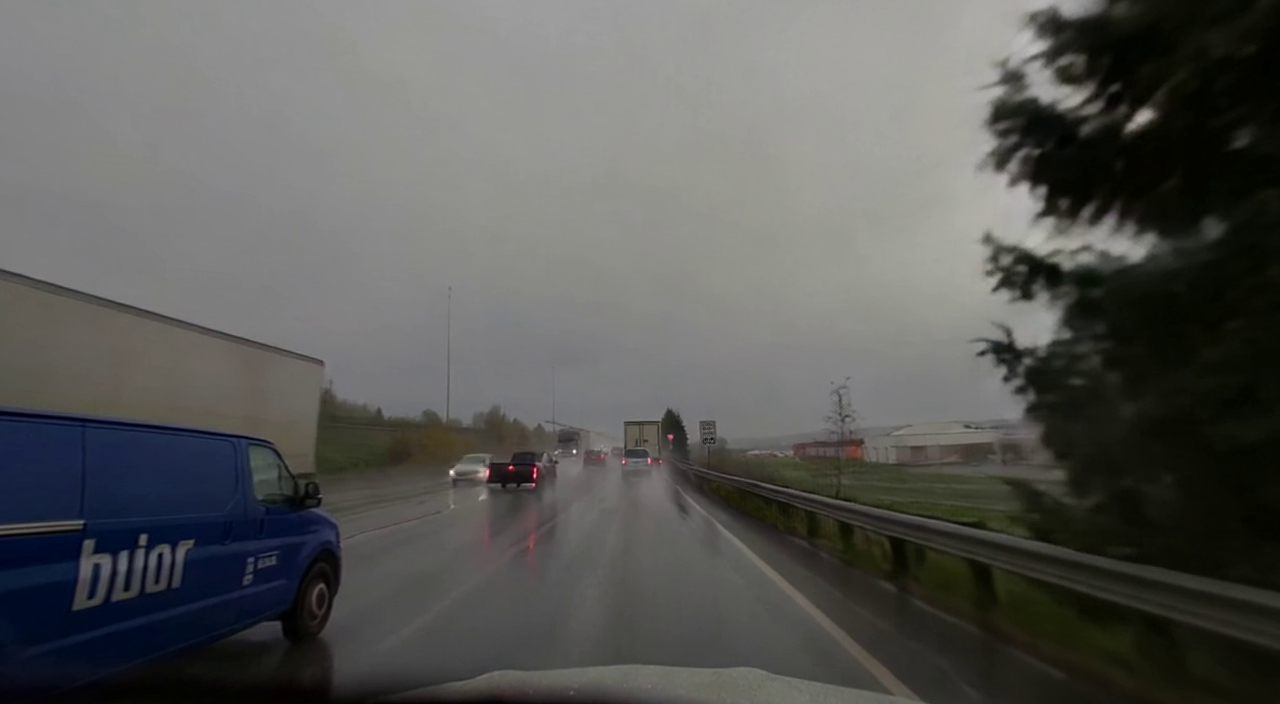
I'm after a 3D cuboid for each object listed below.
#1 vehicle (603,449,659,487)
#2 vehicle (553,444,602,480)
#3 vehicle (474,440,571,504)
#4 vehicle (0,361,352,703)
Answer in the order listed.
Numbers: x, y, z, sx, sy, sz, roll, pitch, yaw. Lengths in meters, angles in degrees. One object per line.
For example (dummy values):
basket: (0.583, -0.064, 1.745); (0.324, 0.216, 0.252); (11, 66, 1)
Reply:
vehicle: (-0.331, 4.635, 25.554); (2.095, 1.393, 3.908); (0, -9, 0)
vehicle: (-3.099, 5.550, 32.031); (1.994, 1.663, 4.047); (-1, -9, 1)
vehicle: (-3.204, 3.349, 18.086); (1.937, 1.600, 4.141); (-1, -9, 1)
vehicle: (-3.314, 0.948, 2.583); (2.117, 1.688, 4.582); (0, -9, 0)
